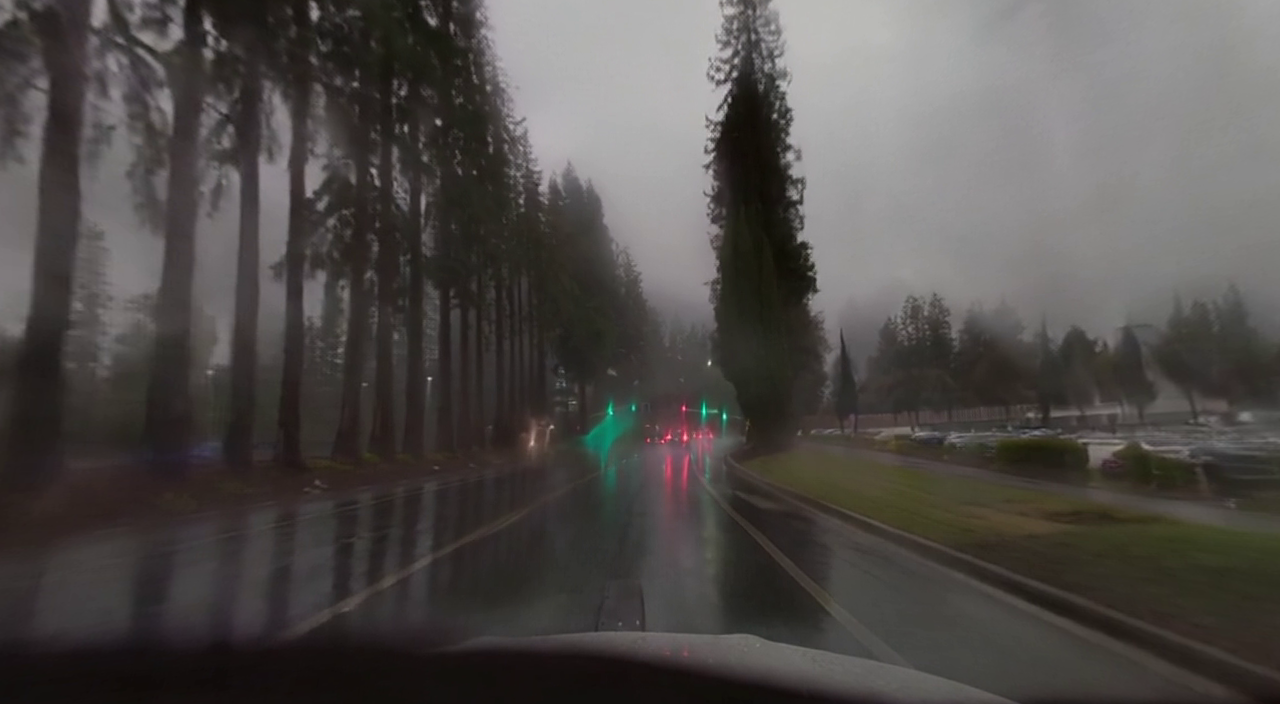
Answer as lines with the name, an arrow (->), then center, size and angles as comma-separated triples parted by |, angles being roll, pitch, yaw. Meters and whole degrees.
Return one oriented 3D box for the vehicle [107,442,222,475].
vehicle -> -23.138, 5.172, 31.010 | 1.821, 1.451, 4.669 | -1, -8, 4
